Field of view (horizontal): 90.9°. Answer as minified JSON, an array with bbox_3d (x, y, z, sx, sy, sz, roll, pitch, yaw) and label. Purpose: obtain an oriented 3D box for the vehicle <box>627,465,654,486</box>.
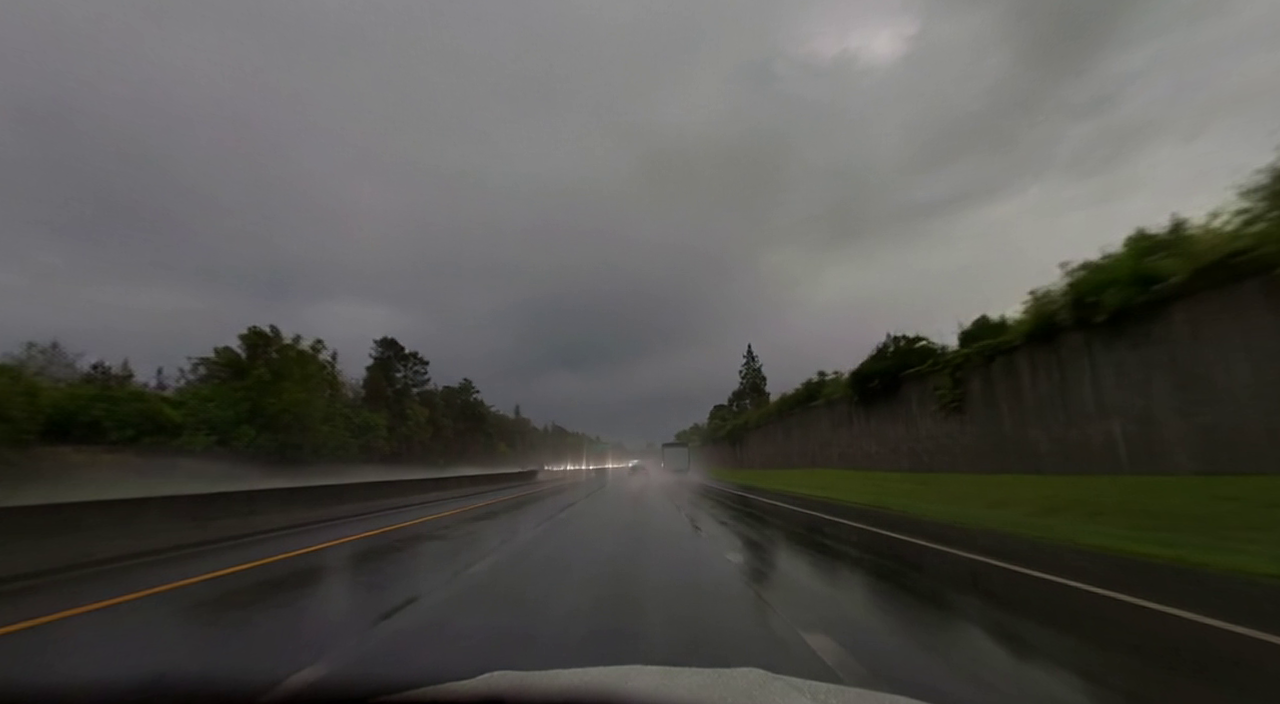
[{"bbox_3d":[0.028,9.429,48.156,2.015,1.478,3.920,1,-10,0],"label":"vehicle"}]
